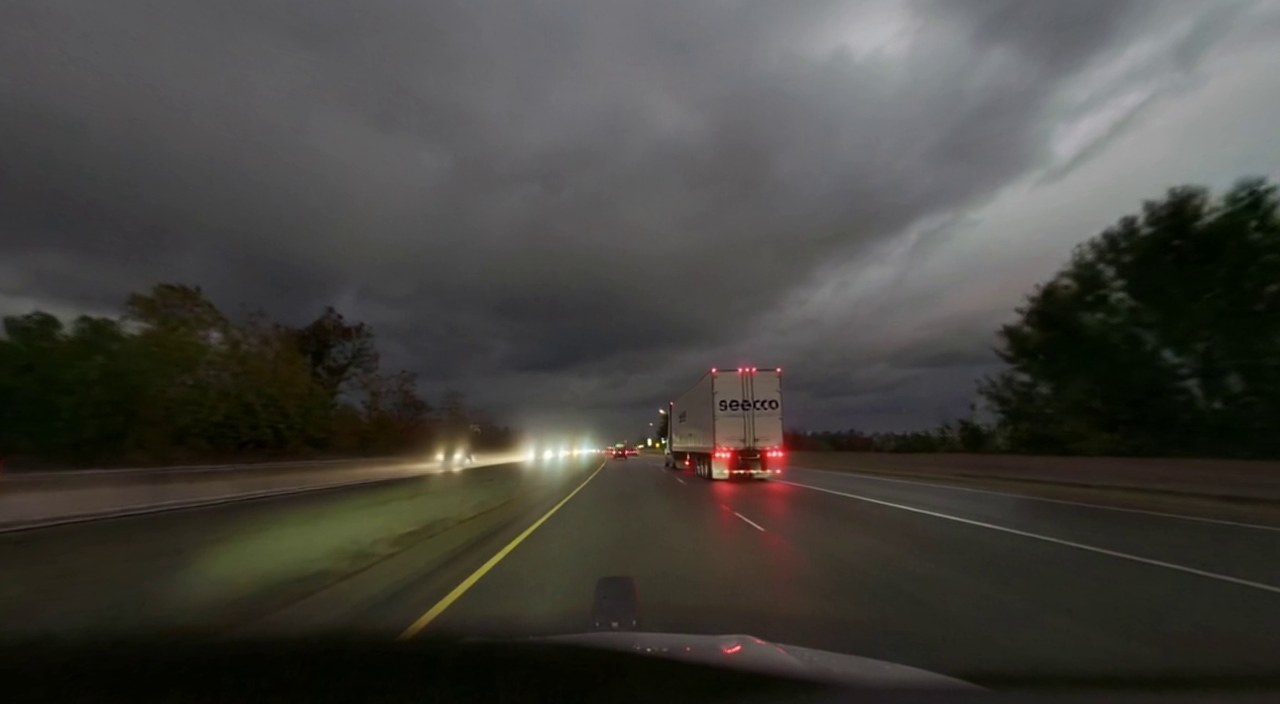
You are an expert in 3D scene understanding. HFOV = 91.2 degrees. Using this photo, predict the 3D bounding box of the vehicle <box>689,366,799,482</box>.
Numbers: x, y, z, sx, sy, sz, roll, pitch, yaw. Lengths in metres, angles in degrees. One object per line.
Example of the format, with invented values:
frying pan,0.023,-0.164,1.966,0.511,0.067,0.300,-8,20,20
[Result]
vehicle,3.877,3.068,25.649,2.892,3.928,8.380,0,-9,-1

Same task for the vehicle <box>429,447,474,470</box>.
vehicle,-14.179,8.020,47.514,1.981,1.654,4.727,-1,-9,0
